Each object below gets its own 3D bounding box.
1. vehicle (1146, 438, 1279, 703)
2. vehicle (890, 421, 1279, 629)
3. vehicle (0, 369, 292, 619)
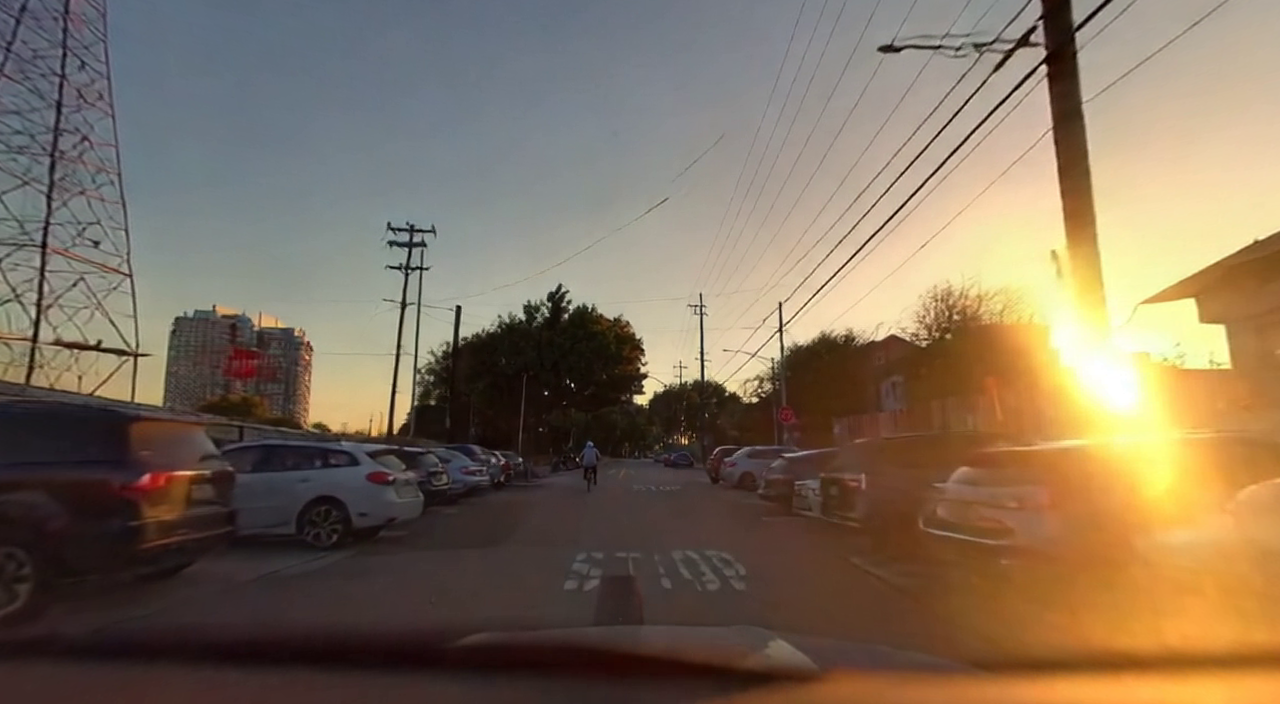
[{"bbox_3d":[4.854,0.998,2.180,4.659,1.421,1.771,0,-9,-1],"label":"vehicle"},{"bbox_3d":[4.896,1.516,6.064,4.104,1.603,1.968,0,-9,-1],"label":"vehicle"},{"bbox_3d":[-6.498,1.264,6.279,4.727,1.976,1.970,3,-11,1],"label":"vehicle"}]
